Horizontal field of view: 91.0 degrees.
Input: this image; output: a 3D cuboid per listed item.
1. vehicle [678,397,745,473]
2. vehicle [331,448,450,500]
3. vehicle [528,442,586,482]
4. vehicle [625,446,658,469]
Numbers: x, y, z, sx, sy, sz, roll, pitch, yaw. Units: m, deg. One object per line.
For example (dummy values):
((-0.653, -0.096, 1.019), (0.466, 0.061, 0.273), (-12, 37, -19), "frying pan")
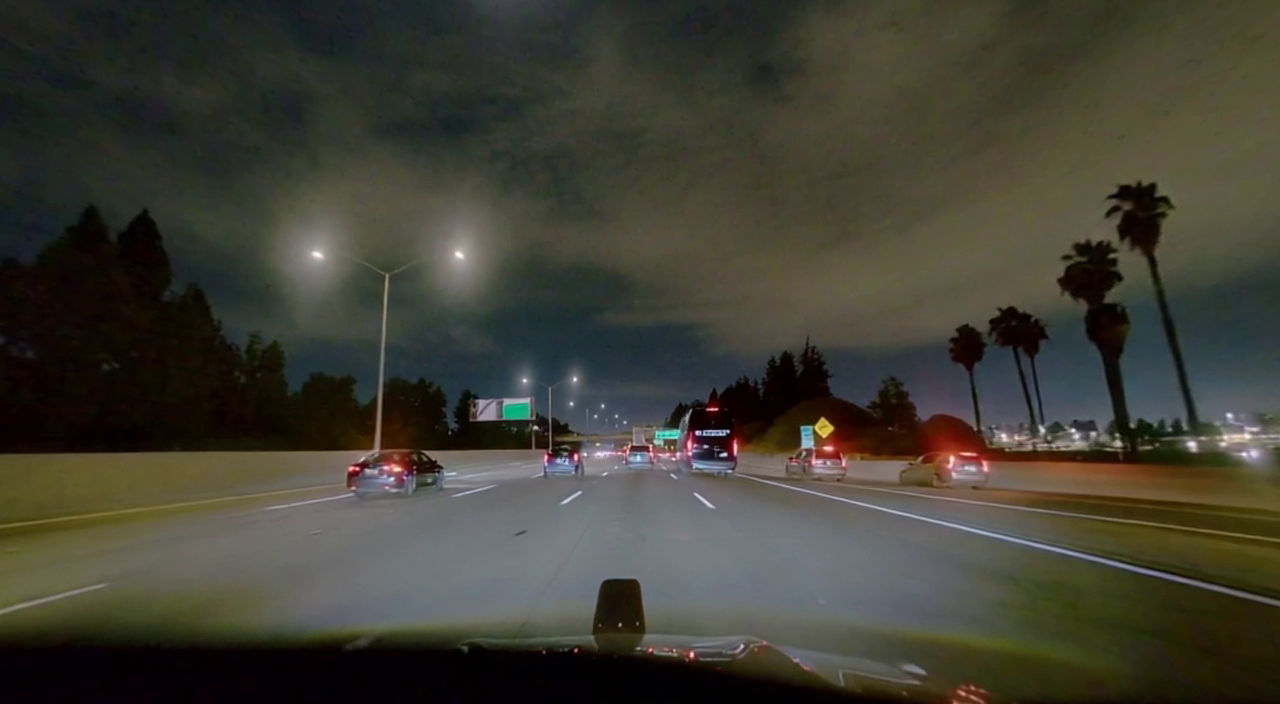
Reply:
((4.015, 5.011, 37.418), (3.086, 3.984, 8.371), (0, -9, 1), "vehicle")
((-7.905, 3.876, 20.497), (2.050, 1.487, 4.372), (0, -9, 1), "vehicle")
((-3.692, 4.951, 28.679), (2.017, 1.683, 4.094), (0, -9, 1), "vehicle")
((0.098, 7.090, 42.444), (2.085, 1.507, 4.096), (0, -9, 0), "vehicle")
